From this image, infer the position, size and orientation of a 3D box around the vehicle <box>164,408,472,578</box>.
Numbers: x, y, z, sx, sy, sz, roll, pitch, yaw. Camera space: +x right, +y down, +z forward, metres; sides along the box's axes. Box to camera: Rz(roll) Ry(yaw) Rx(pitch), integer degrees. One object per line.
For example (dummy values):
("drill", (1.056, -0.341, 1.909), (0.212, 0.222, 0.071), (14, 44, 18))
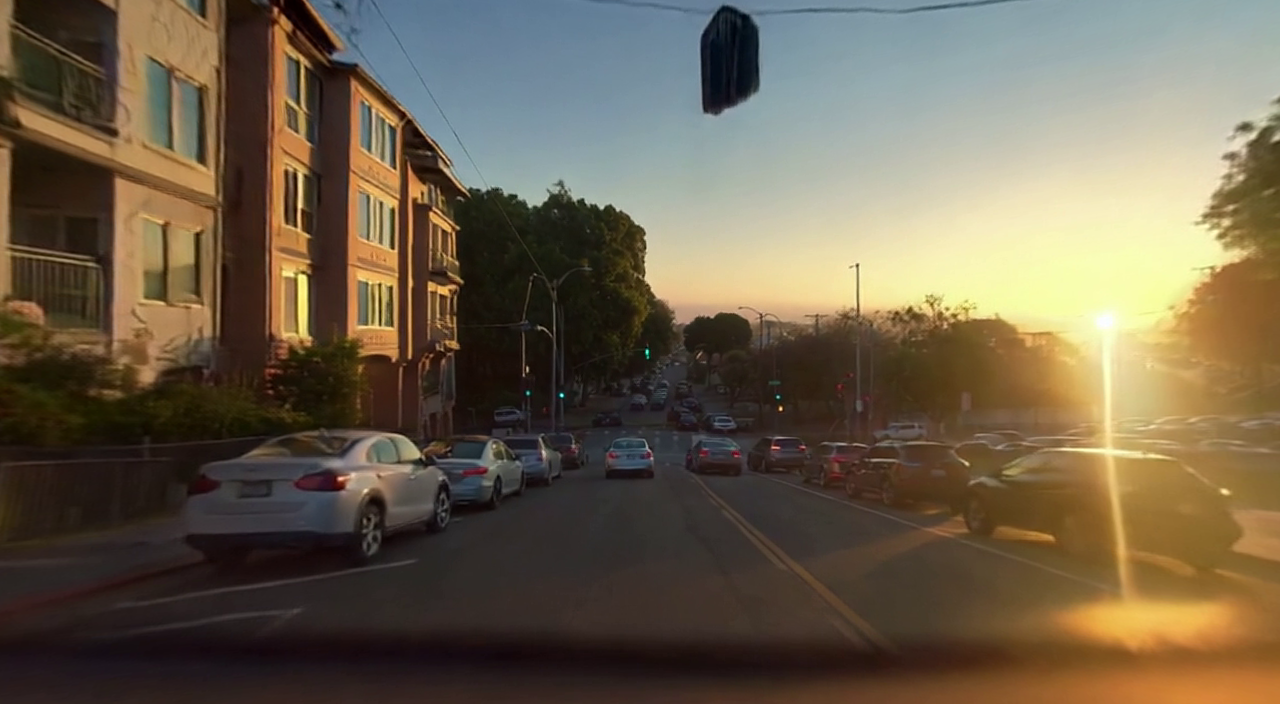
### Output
("vehicle", (-3.694, 1.670, 8.171), (1.831, 1.650, 3.852), (0, -9, 2))

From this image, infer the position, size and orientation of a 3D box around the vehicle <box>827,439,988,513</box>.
("vehicle", (6.119, 2.863, 15.103), (1.938, 1.487, 4.371), (0, -9, 0))

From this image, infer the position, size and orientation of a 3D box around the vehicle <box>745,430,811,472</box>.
("vehicle", (6.176, 4.525, 28.822), (1.999, 1.752, 4.502), (0, -9, 0))

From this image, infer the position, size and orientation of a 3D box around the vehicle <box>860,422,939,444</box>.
("vehicle", (18.395, 5.778, 44.848), (4.738, 1.537, 1.960), (0, -9, 3))

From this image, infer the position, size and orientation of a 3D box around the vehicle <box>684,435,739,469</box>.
("vehicle", (3.249, 4.677, 29.596), (2.055, 1.450, 4.676), (0, -9, 0))

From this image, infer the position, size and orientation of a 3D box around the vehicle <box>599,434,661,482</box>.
("vehicle", (-0.296, 3.605, 21.674), (1.923, 1.460, 3.923), (0, -9, 0))

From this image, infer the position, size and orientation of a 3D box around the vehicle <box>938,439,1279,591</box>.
("vehicle", (6.193, 1.996, 8.692), (1.980, 1.518, 4.526), (0, -9, 0))
